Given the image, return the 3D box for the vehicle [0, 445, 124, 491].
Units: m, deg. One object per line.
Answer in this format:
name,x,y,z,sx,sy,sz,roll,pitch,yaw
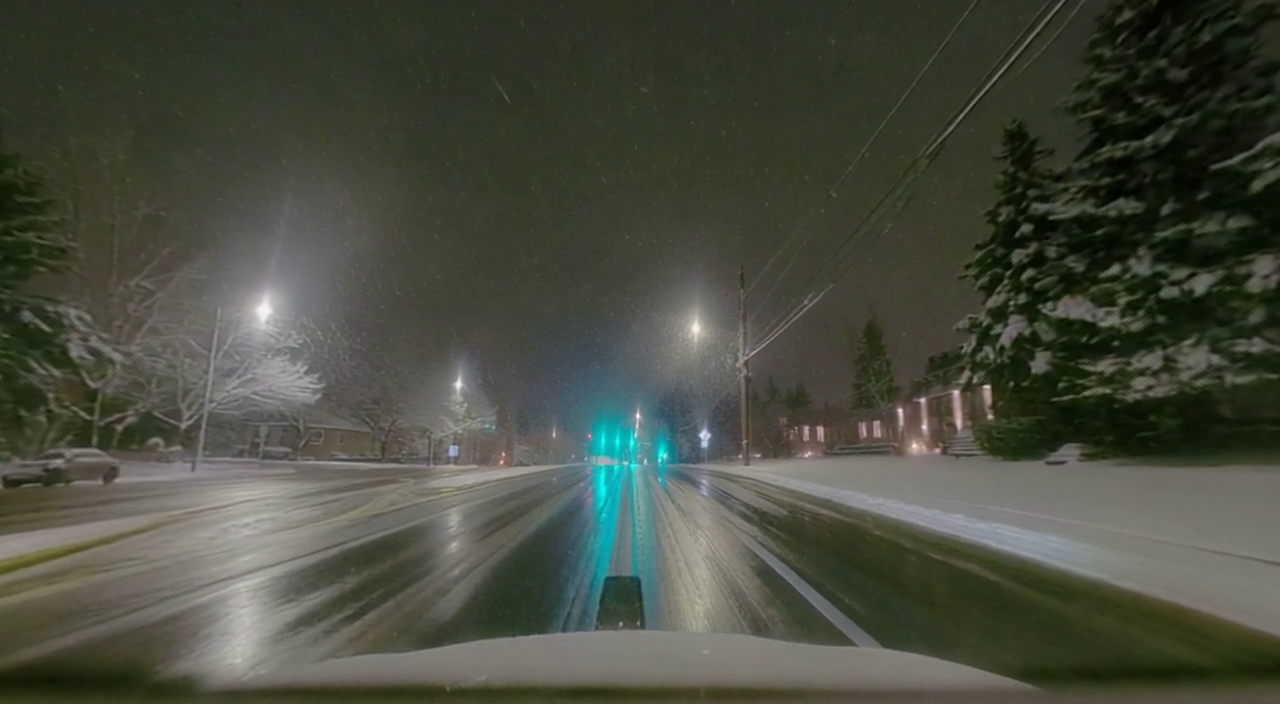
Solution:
vehicle,-22.713,4.374,24.133,2.049,1.578,4.787,-1,-9,-2
